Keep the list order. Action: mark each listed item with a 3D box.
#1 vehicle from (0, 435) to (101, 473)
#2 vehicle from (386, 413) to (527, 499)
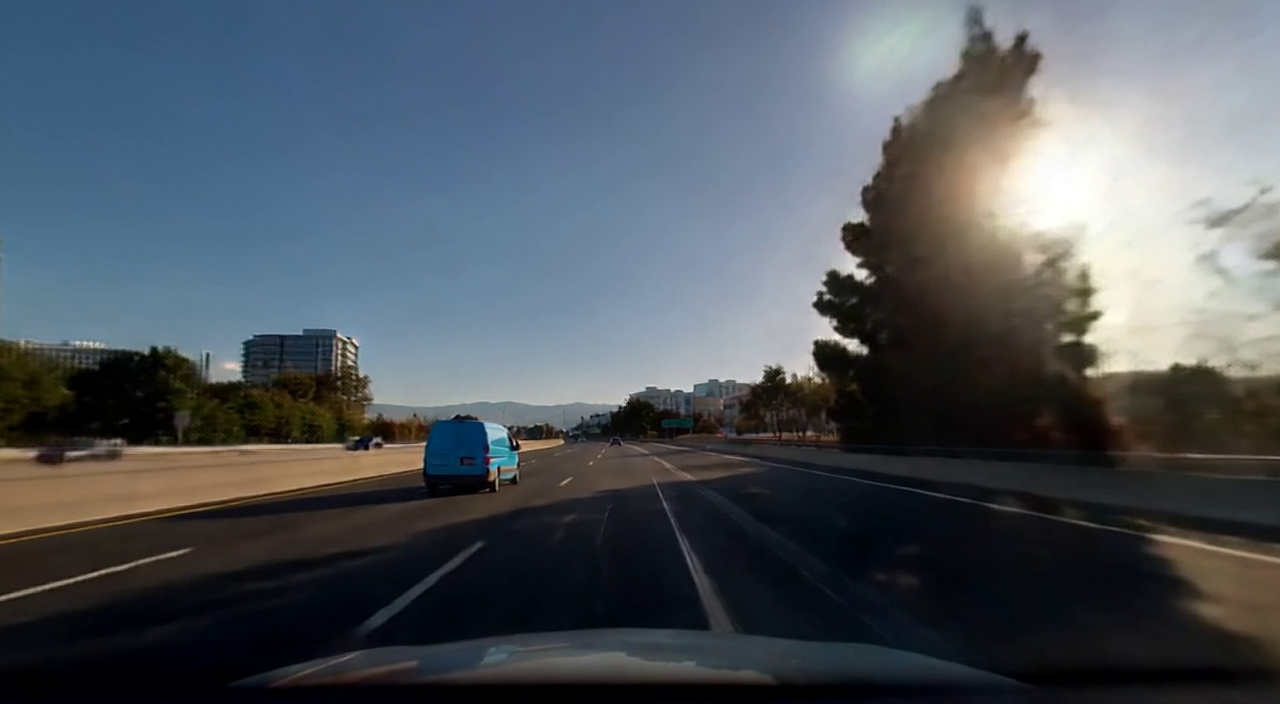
[{"bbox_3d":[-25.977,4.279,26.903,2.005,1.467,4.532,0,-8,-2],"label":"vehicle"},{"bbox_3d":[-4.344,2.535,15.870,2.219,1.827,4.738,0,-8,-1],"label":"vehicle"}]
